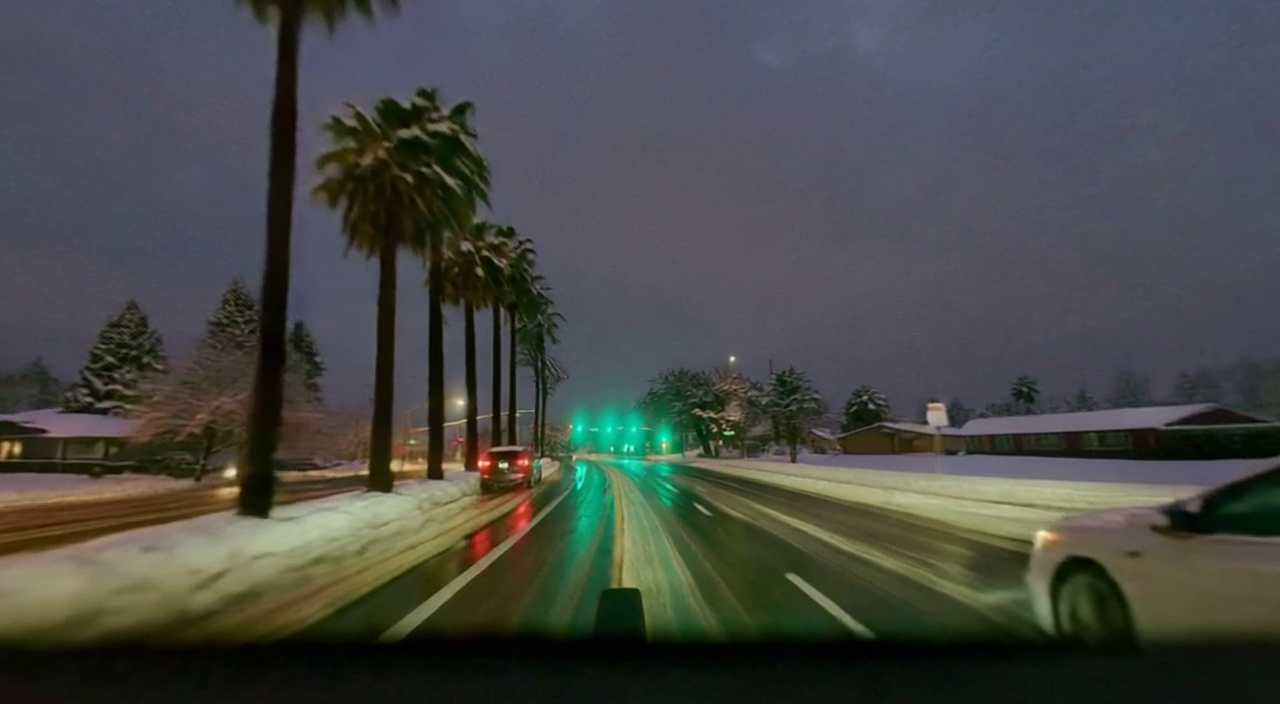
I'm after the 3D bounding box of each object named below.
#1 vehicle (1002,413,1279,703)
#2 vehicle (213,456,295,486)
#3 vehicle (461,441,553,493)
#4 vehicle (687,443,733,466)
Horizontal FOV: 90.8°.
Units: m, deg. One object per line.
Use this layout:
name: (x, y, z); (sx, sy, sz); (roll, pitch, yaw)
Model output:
vehicle: (3.074, 0.771, 1.124); (1.941, 1.424, 4.720); (0, -9, -2)
vehicle: (-22.568, 6.971, 37.227); (2.191, 1.482, 4.661); (-2, -9, -4)
vehicle: (-4.153, 3.697, 20.604); (2.108, 1.475, 4.555); (0, -9, -1)
vehicle: (4.998, 7.472, 46.151); (2.169, 1.559, 5.849); (1, -9, -5)
